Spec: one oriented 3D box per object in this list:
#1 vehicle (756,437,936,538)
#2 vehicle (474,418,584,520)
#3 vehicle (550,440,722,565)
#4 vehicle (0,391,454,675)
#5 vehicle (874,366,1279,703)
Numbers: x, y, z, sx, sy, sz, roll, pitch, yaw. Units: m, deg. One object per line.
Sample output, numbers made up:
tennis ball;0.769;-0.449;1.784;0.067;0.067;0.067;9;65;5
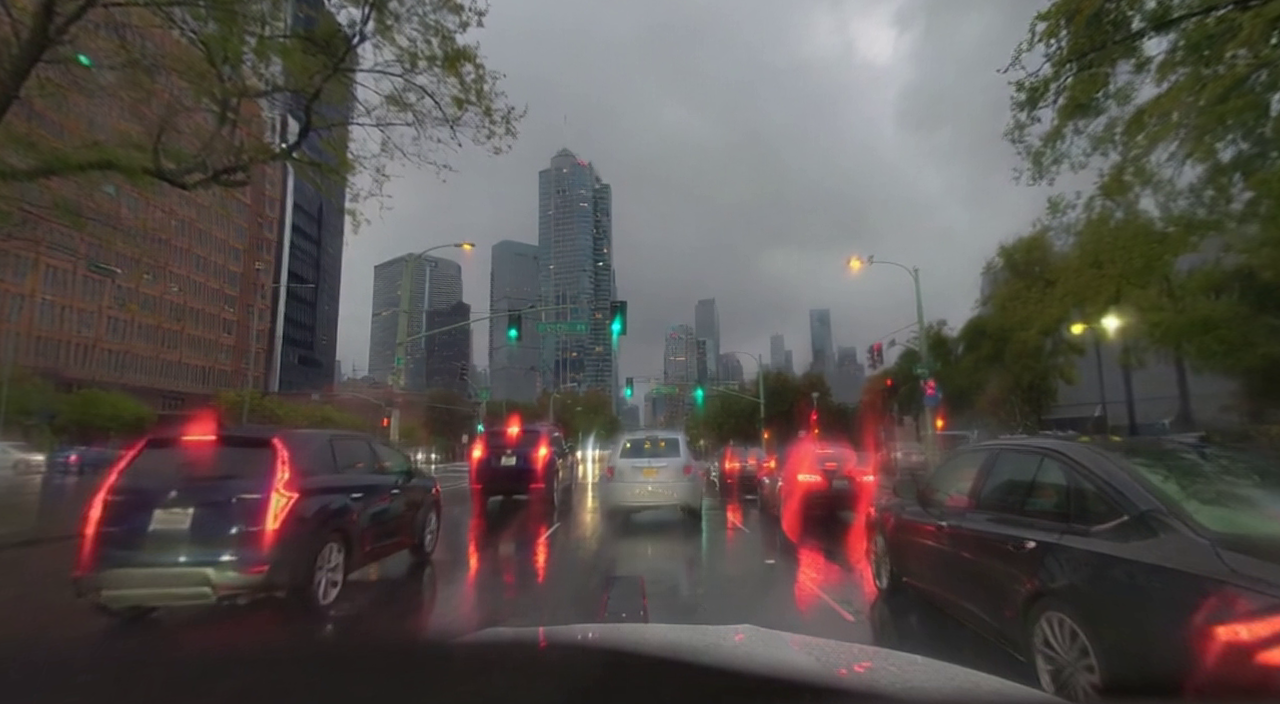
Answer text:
vehicle;3.586;2.426;12.019;1.973;1.537;4.533;0;-8;1
vehicle;-2.418;2.641;14.721;1.683;2.039;3.703;-1;-8;3
vehicle;-0.042;2.059;9.404;2.031;1.461;3.763;0;-8;0
vehicle;-3.461;1.444;6.196;2.046;1.744;4.407;0;-8;-2
vehicle;3.352;1.121;3.920;2.179;1.631;4.173;0;-8;0
